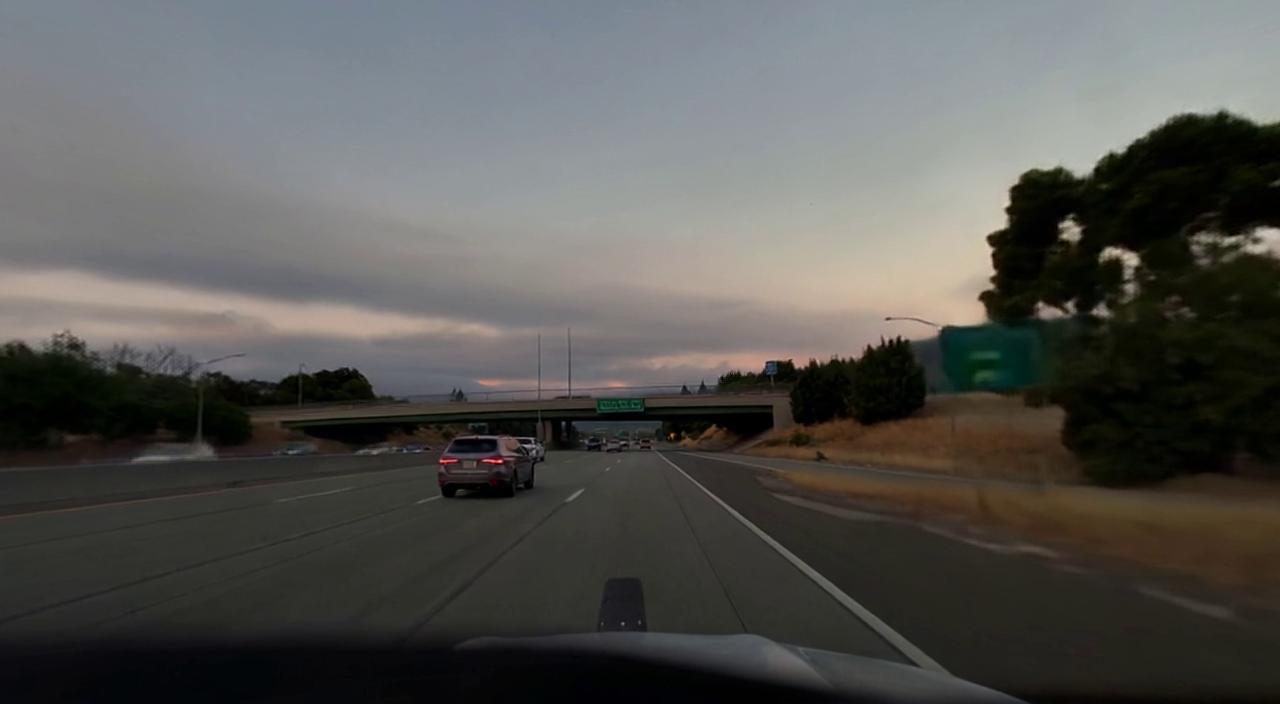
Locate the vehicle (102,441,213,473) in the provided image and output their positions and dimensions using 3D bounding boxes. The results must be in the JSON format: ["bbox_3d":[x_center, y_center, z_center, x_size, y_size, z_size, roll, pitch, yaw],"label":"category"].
[{"bbox_3d":[-26.312,5.717,34.541,1.958,1.622,5.191,0,-8,1],"label":"vehicle"}]

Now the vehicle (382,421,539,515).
[{"bbox_3d":[-3.648,2.454,13.764,2.048,1.705,4.384,0,-8,1],"label":"vehicle"}]
